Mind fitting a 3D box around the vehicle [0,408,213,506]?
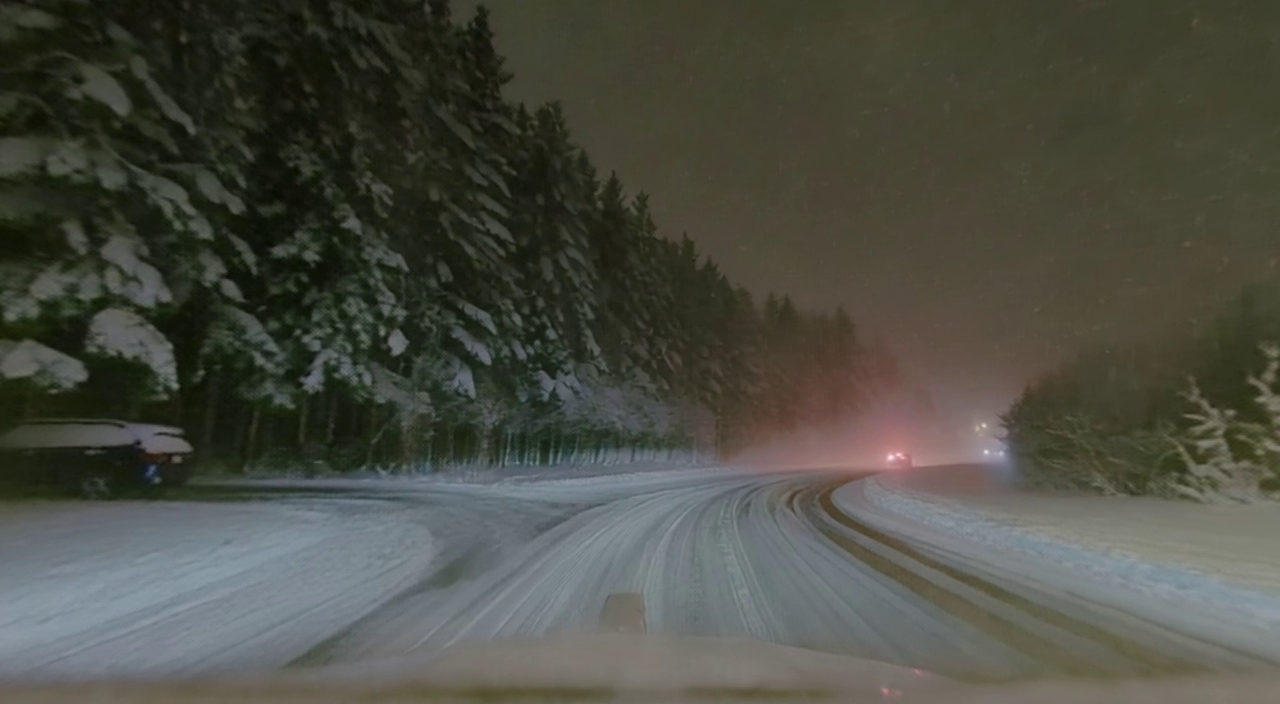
[{"bbox_3d":[-10.842,1.918,11.600,4.594,1.607,1.873,-1,-8,5],"label":"vehicle"}]
